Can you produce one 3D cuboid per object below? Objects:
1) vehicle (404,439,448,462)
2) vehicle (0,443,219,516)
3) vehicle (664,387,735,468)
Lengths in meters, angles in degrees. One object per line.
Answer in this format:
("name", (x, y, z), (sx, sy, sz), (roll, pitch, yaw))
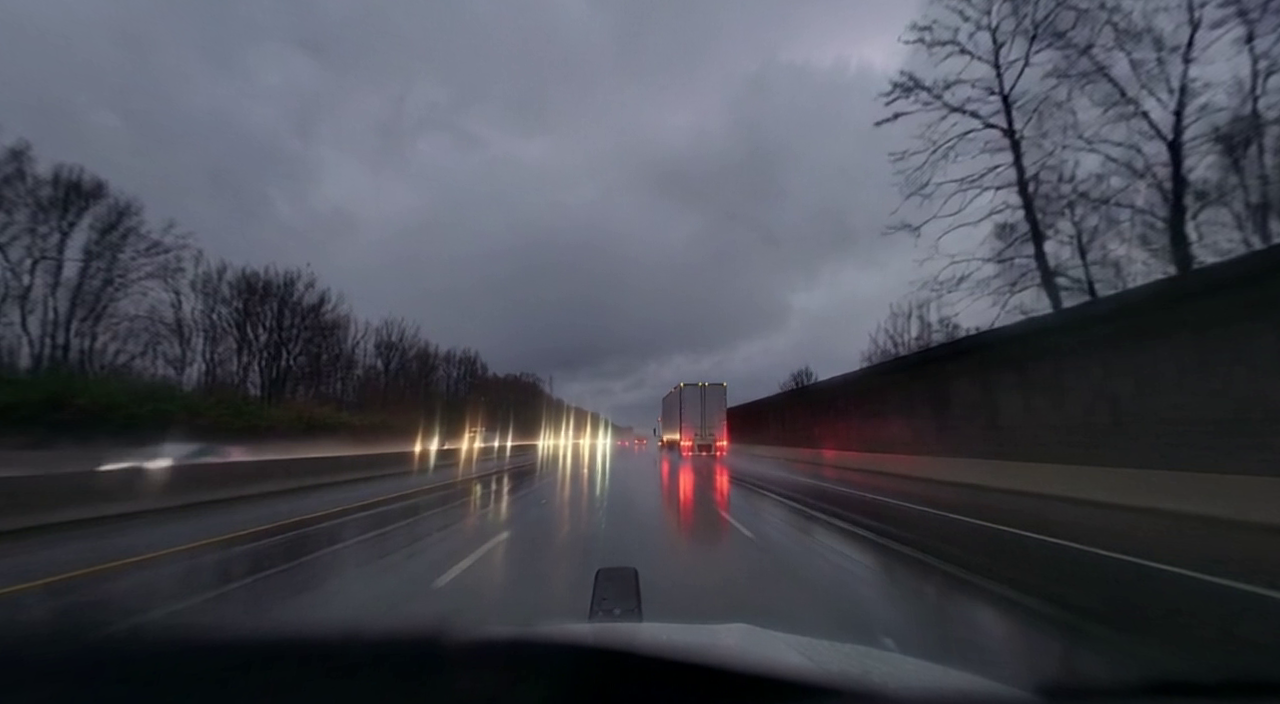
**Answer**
("vehicle", (-16.076, 7.397, 47.421), (1.938, 1.579, 4.138), (0, -8, -1))
("vehicle", (-12.475, 2.961, 15.203), (1.803, 1.450, 4.054), (0, -8, -1))
("vehicle", (3.340, 4.866, 40.080), (2.979, 4.161, 15.508), (1, -7, 0))
